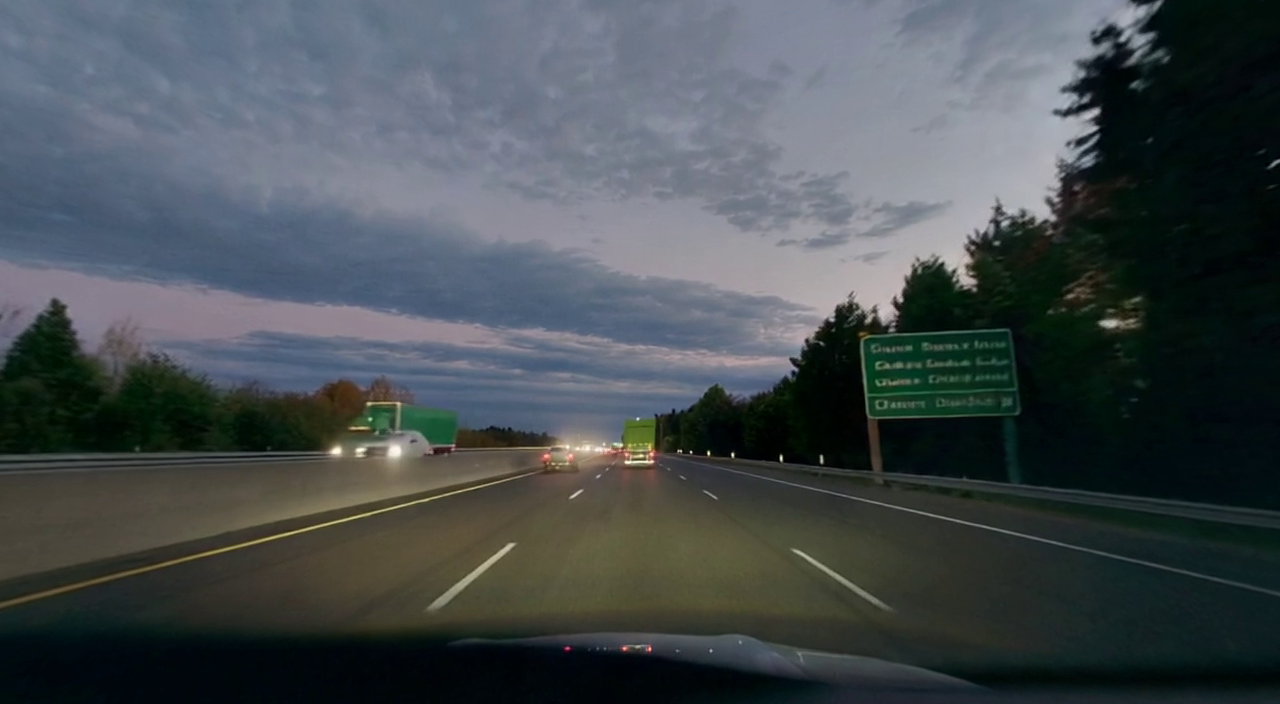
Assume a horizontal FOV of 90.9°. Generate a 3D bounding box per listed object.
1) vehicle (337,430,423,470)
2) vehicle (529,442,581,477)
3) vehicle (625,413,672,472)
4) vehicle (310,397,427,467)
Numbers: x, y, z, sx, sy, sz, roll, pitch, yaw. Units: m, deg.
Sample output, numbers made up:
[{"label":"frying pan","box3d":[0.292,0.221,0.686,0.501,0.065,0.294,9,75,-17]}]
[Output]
[{"label":"vehicle","box3d":[-13.268,5.069,32.617,2.234,1.894,5.228,0,-9,0]},{"label":"vehicle","box3d":[-4.265,5.451,32.079,2.079,1.656,3.965,0,-9,0]},{"label":"vehicle","box3d":[0.424,6.296,43.660,2.893,3.628,9.081,0,-9,-1]},{"label":"vehicle","box3d":[-17.106,5.324,40.806,2.929,3.987,10.111,0,-9,0]}]
